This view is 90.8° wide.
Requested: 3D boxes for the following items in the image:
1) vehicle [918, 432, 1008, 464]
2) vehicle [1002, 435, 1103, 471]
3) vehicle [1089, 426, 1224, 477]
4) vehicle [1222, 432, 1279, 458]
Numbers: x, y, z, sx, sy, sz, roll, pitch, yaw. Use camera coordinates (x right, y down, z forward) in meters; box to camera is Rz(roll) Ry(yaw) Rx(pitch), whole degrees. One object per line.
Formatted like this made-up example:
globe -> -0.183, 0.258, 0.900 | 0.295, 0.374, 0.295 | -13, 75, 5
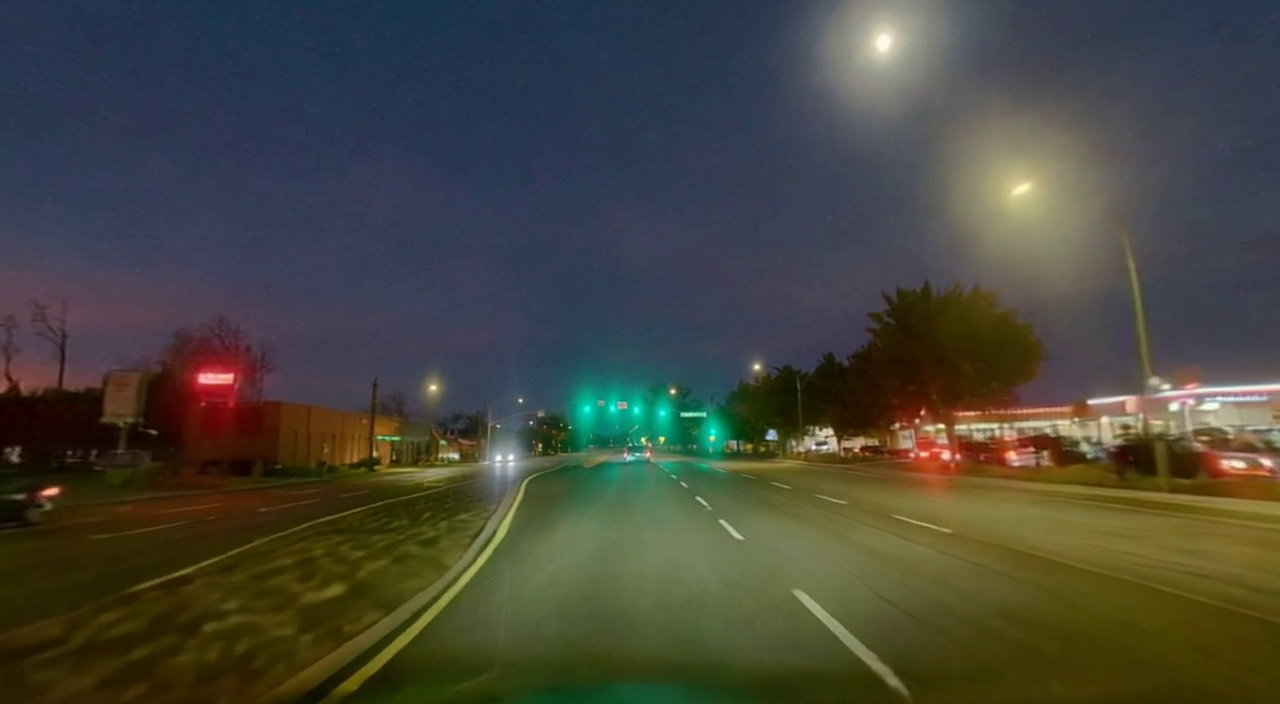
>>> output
vehicle -> 20.231, 6.016, 39.579 | 5.072, 1.887, 2.189 | 4, -10, -24
vehicle -> 19.487, 4.758, 29.830 | 4.238, 1.561, 1.922 | 4, -10, -25
vehicle -> 19.226, 3.692, 23.511 | 4.630, 1.704, 2.063 | 4, -10, -27
vehicle -> 37.888, 5.590, 38.154 | 3.692, 1.467, 1.779 | -1, -8, -2
